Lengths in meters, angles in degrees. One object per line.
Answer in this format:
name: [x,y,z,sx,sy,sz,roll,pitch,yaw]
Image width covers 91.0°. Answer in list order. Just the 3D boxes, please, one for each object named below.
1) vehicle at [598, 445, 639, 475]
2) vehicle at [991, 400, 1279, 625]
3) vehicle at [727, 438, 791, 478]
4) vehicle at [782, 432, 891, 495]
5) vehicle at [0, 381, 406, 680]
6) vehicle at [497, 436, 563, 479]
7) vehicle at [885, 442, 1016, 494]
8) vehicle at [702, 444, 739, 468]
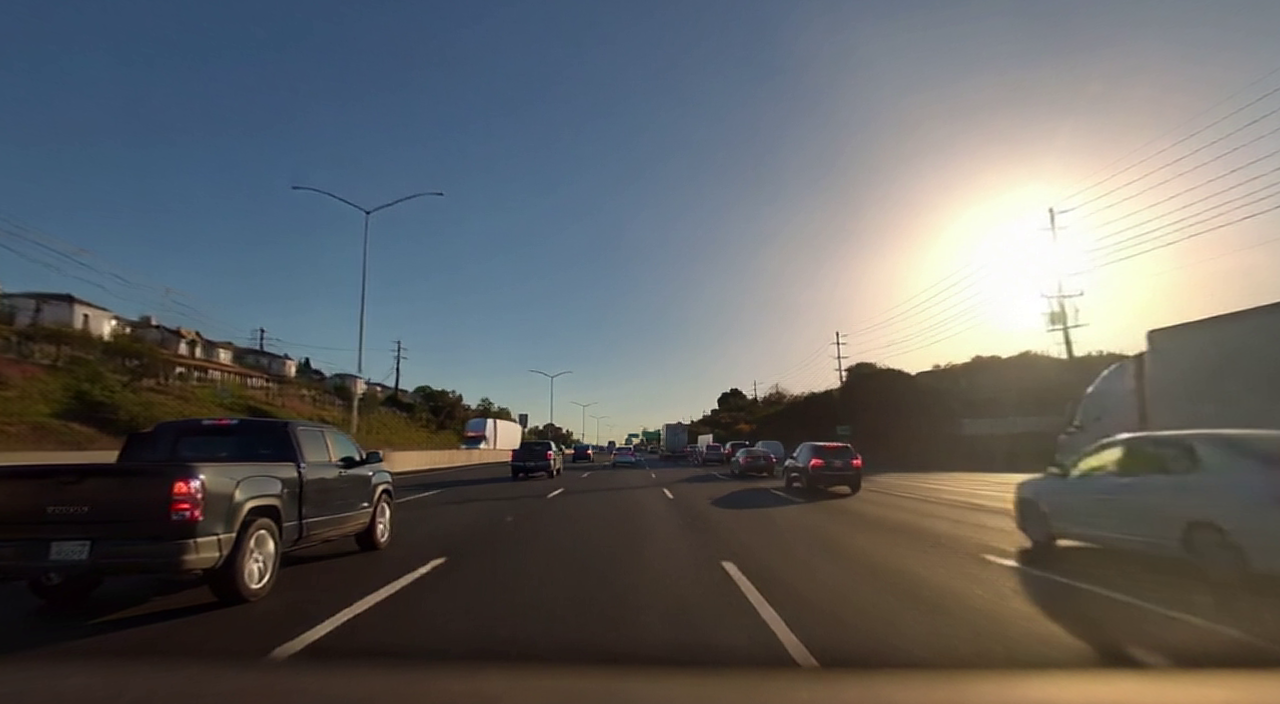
vehicle: [-1.122,5.828,34.274,2.060,1.508,4.308,0,-9,-1]
vehicle: [5.700,1.436,6.268,1.989,1.642,4.082,0,-9,-1]
vehicle: [5.707,5.137,30.866,2.086,1.783,4.868,1,-9,-2]
vehicle: [5.848,3.376,19.339,1.977,1.705,4.078,0,-9,-1]
vehicle: [-4.092,1.341,5.861,2.127,1.705,4.374,0,-9,0]
vehicle: [-4.940,4.828,29.070,2.147,1.825,4.602,0,-9,1]
vehicle: [10.150,3.804,21.087,1.969,1.521,4.580,0,-9,-1]
vehicle: [5.703,7.422,45.211,1.978,1.607,4.245,0,-9,-1]
